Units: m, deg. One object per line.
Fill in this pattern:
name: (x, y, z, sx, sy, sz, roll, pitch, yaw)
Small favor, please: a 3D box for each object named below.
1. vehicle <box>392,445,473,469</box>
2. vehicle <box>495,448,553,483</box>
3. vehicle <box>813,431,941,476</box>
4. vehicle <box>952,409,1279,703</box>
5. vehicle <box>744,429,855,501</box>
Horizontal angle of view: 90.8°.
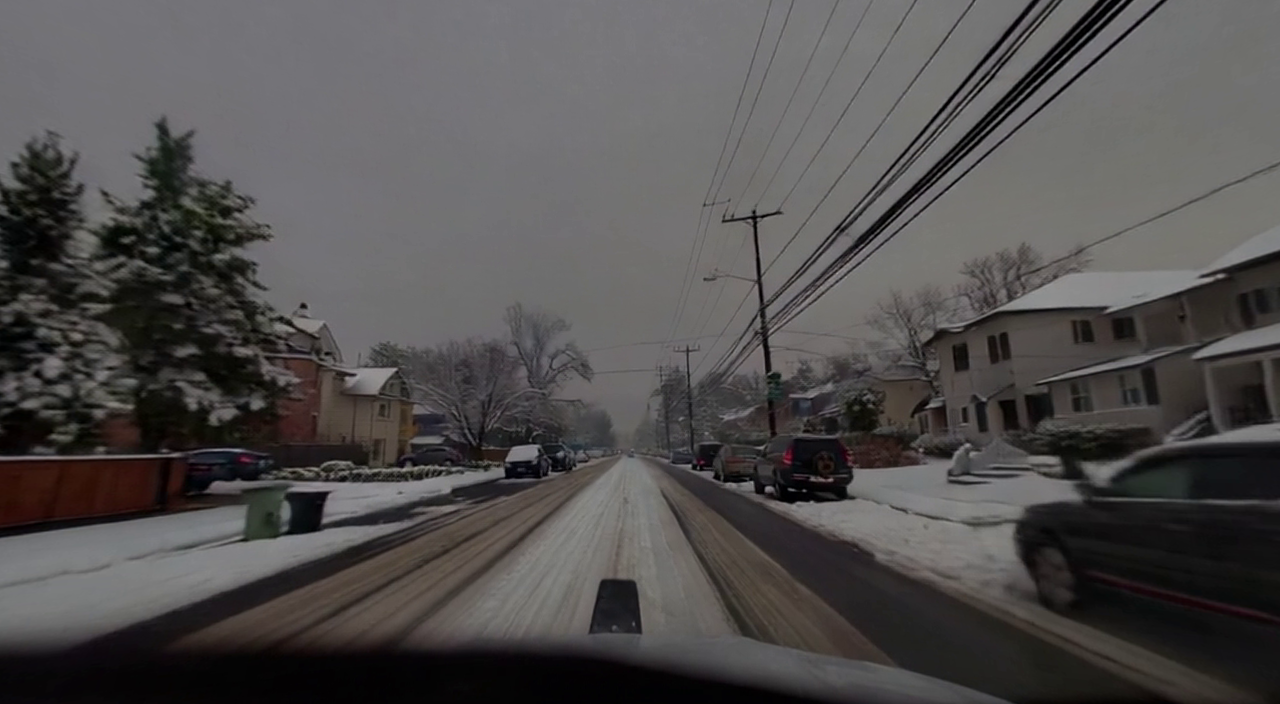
vehicle: (-13.152, 6.680, 40.254, 4.556, 1.510, 1.843, 0, -9, -2)
vehicle: (-5.415, 5.338, 29.974, 2.031, 1.468, 4.165, -2, -9, 0)
vehicle: (10.717, 4.637, 28.911, 4.989, 1.840, 2.096, -1, -9, 2)
vehicle: (4.377, 1.198, 4.030, 1.998, 1.573, 5.318, 0, -8, -1)
vehicle: (4.556, 3.299, 18.838, 2.086, 1.885, 4.323, 0, -8, -1)
